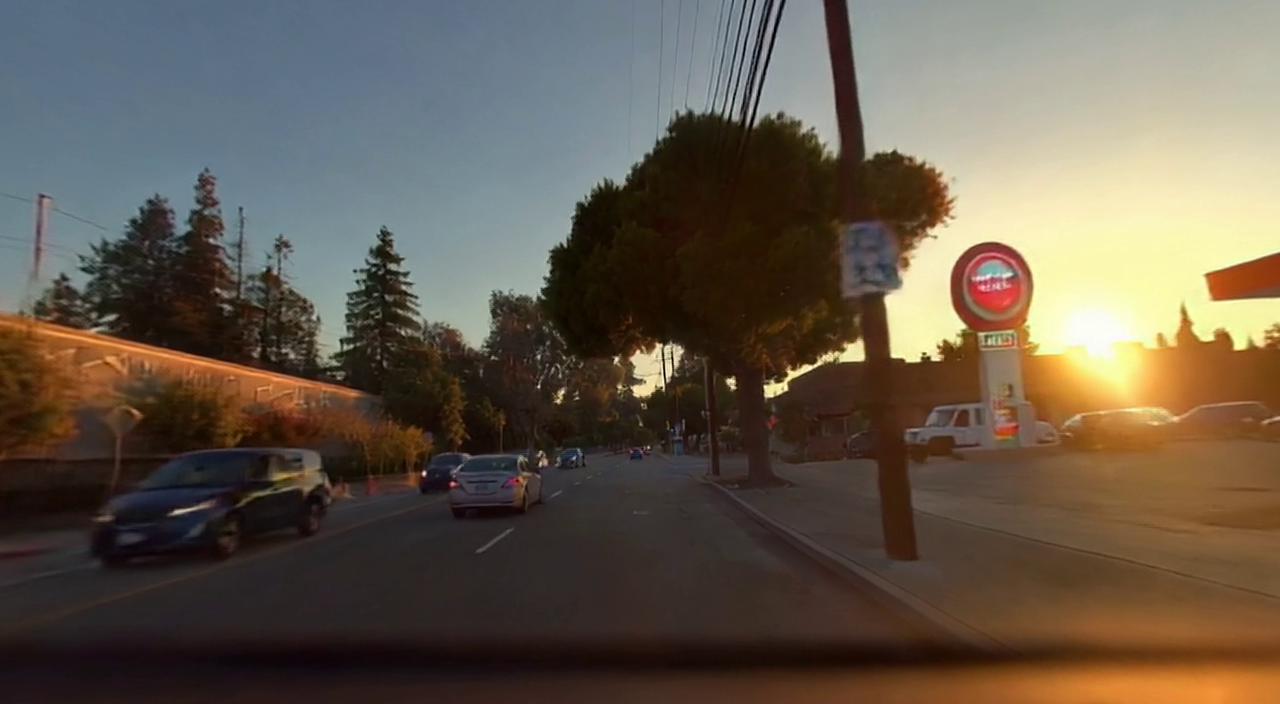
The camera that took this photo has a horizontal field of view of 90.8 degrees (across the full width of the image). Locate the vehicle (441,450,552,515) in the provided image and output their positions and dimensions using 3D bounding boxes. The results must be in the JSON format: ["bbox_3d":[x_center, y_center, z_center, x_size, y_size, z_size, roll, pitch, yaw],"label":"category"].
[{"bbox_3d":[-3.602,3.342,16.724,1.943,1.455,4.414,0,-9,-1],"label":"vehicle"}]

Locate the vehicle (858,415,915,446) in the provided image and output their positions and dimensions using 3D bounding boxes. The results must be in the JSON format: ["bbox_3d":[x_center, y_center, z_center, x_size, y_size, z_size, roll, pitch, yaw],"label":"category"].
[{"bbox_3d":[17.436,5.631,44.933,2.014,2.048,4.717,0,-9,-1],"label":"vehicle"}]

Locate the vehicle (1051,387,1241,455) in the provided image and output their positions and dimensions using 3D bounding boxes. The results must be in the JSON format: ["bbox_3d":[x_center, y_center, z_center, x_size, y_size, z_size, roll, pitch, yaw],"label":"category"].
[{"bbox_3d":[19.758,2.805,25.023,4.982,2.516,2.697,-2,-9,11],"label":"vehicle"}]

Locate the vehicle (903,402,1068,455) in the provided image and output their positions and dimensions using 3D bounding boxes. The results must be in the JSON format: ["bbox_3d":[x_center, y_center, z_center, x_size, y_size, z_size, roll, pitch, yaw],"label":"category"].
[{"bbox_3d":[13.927,3.161,25.799,5.266,2.021,2.329,-1,-9,4],"label":"vehicle"}]

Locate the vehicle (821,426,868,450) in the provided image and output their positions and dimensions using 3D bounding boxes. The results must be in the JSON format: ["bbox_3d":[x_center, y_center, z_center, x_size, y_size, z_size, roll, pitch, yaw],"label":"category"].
[{"bbox_3d":[14.405,6.108,44.646,1.835,1.549,4.178,0,-9,-1],"label":"vehicle"}]

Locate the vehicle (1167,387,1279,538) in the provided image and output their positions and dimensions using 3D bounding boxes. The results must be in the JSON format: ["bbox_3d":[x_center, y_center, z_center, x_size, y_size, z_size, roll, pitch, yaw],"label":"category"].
[{"bbox_3d":[7.909,1.197,7.043,4.000,1.440,1.746,5,-10,-30],"label":"vehicle"}]

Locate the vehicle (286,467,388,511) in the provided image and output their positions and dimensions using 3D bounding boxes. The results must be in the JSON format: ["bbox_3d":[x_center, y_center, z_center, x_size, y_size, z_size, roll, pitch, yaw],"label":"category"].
[{"bbox_3d":[-12.279,5.553,25.965,1.935,1.463,4.449,0,-9,1],"label":"vehicle"}]

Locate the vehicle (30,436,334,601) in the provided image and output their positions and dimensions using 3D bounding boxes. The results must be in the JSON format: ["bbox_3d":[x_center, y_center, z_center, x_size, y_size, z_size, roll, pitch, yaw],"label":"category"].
[{"bbox_3d":[-6.853,2.399,10.151,1.855,1.721,4.329,-9,-7,-6],"label":"vehicle"}]
